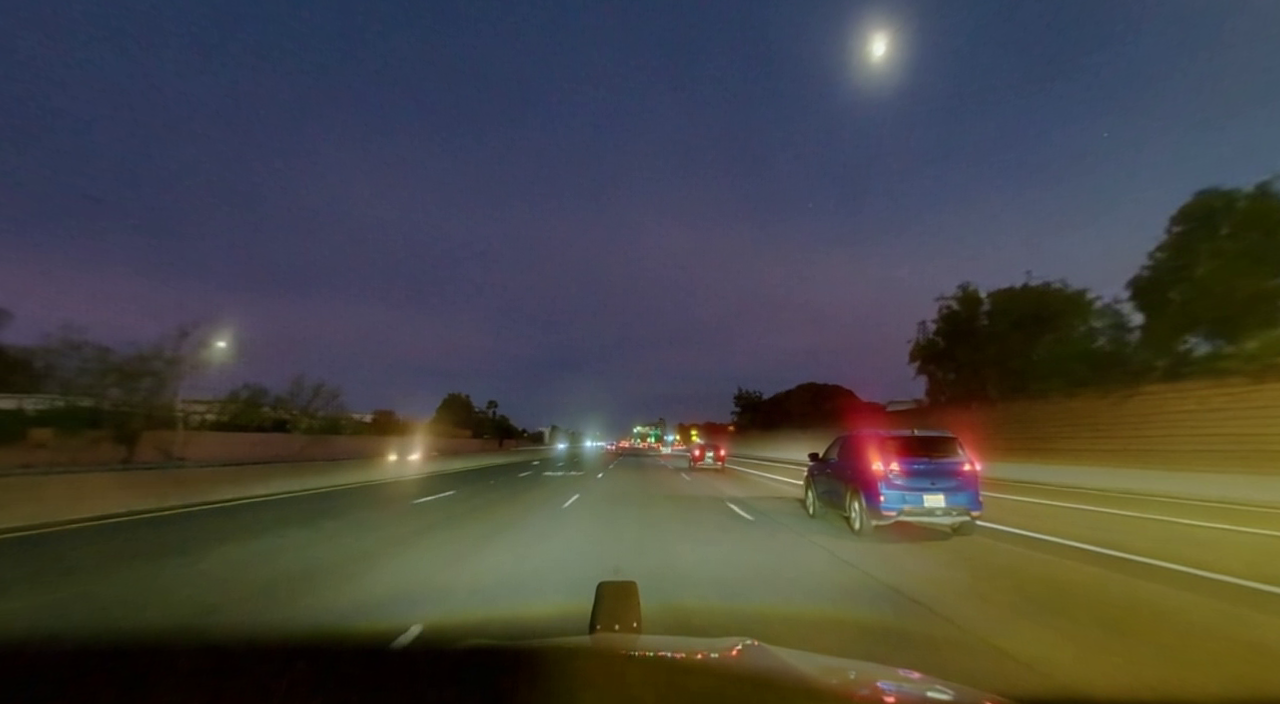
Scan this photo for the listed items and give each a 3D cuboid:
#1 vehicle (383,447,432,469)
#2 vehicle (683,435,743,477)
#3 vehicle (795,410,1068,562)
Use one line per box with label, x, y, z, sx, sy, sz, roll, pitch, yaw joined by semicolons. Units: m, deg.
vehicle;-15.694;7.152;42.930;1.728;1.444;4.342;0;-9;0
vehicle;3.123;4.604;28.149;2.045;1.688;4.313;0;-9;-2
vehicle;3.812;1.817;9.289;1.910;1.696;4.187;0;-9;-1
